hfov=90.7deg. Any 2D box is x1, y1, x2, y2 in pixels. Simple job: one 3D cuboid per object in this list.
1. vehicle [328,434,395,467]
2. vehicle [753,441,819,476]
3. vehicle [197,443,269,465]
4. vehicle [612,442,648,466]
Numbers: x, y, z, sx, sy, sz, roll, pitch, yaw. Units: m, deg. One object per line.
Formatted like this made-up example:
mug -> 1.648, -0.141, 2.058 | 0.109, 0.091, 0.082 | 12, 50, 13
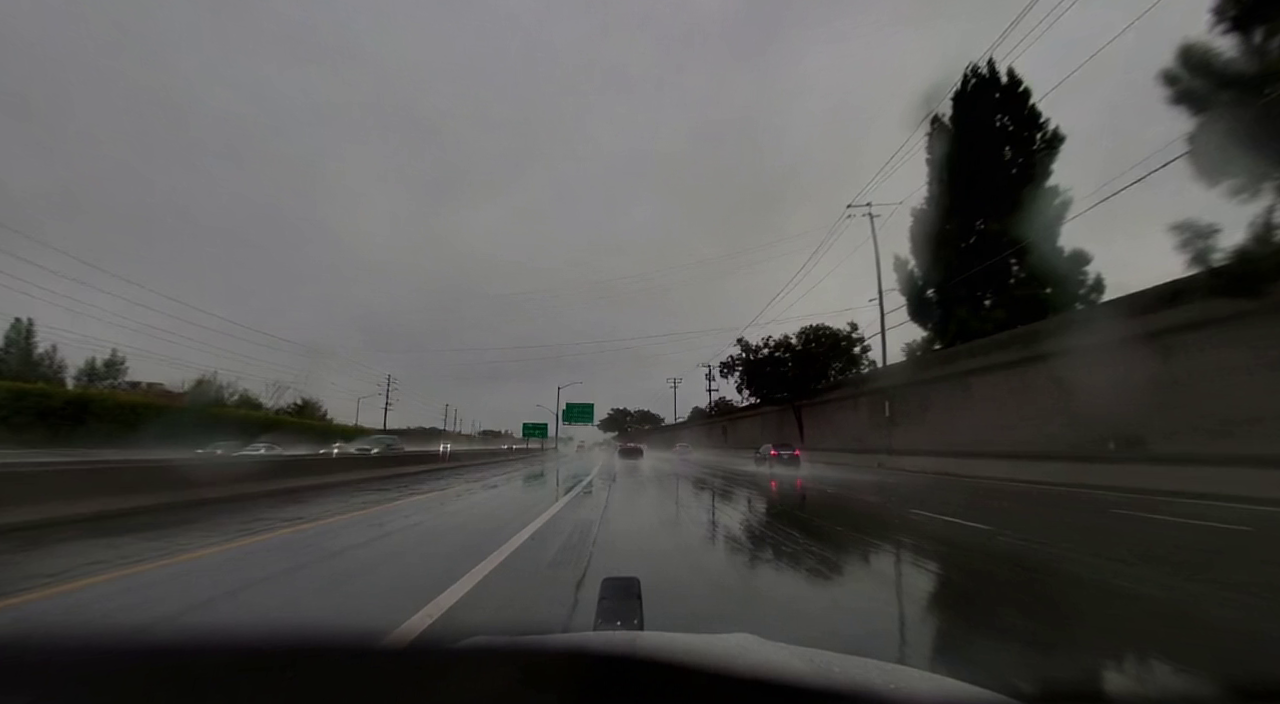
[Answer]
vehicle -> -17.039, 6.049, 38.990 | 2.151, 1.858, 4.785 | 0, -8, -3
vehicle -> 6.630, 4.868, 29.204 | 1.876, 1.451, 4.154 | 0, -8, -3
vehicle -> -29.228, 7.321, 45.665 | 2.054, 1.504, 4.830 | 0, -8, -1
vehicle -> -0.721, 6.518, 40.569 | 2.109, 1.489, 4.027 | 0, -8, -4
